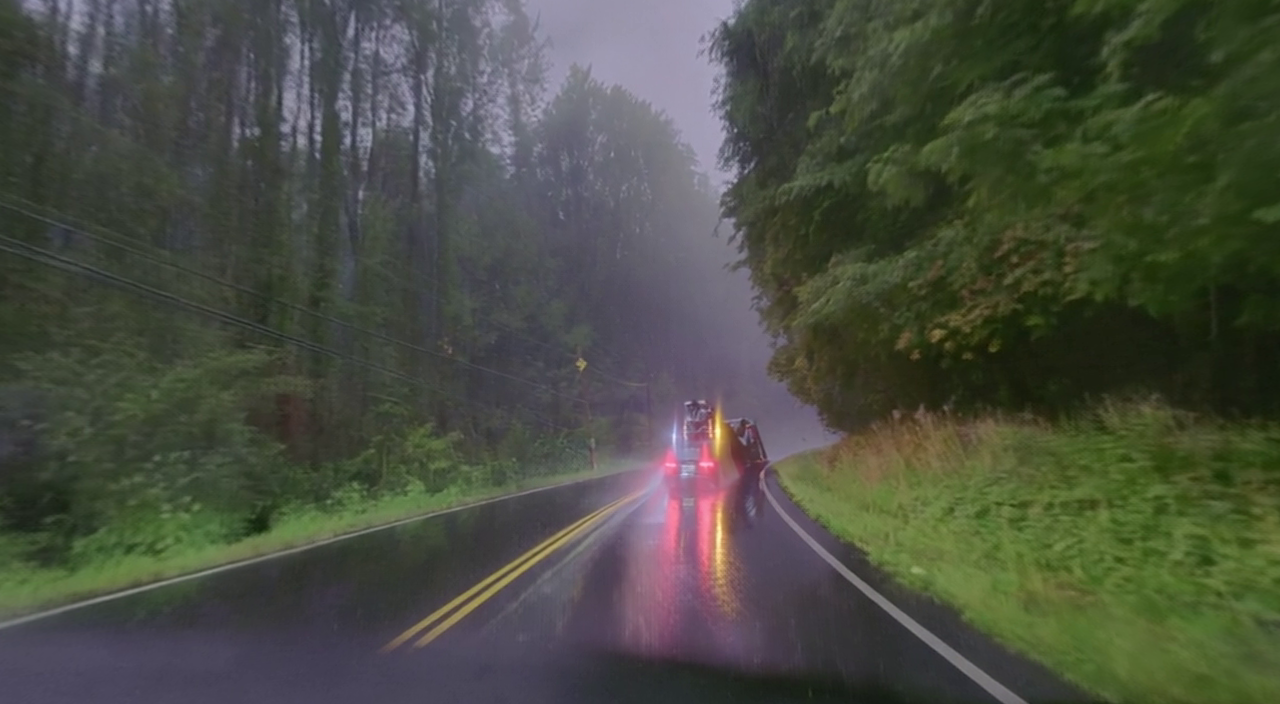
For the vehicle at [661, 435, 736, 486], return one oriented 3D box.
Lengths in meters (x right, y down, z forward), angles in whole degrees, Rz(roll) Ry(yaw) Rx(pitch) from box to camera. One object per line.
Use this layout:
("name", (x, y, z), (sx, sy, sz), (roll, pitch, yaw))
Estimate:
("vehicle", (1.994, 3.524, 20.828), (2.196, 1.465, 4.294), (-1, -8, 7))
